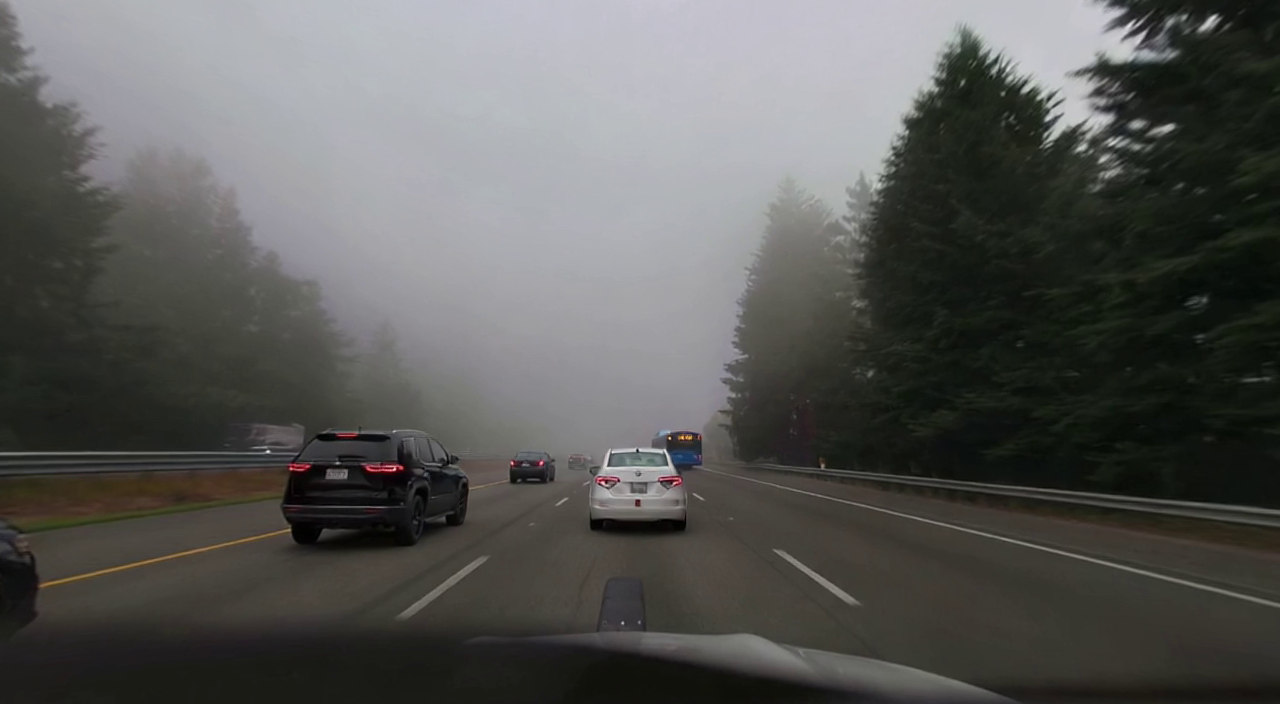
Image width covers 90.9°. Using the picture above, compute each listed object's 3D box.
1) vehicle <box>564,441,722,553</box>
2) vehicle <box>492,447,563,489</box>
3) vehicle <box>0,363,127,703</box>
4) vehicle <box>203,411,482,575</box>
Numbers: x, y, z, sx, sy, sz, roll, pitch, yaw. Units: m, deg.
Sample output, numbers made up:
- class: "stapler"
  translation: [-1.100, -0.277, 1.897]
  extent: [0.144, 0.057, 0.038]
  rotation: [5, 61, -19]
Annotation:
- class: "vehicle"
  translation: [-0.011, 2.294, 10.661]
  extent: [2.120, 1.478, 4.179]
  rotation: [0, -9, -2]
- class: "vehicle"
  translation: [-4.333, 4.535, 24.940]
  extent: [2.122, 1.491, 3.800]
  rotation: [0, -9, 0]
- class: "vehicle"
  translation: [-4.203, 0.666, 1.558]
  extent: [1.919, 1.714, 4.690]
  rotation: [0, -9, -1]
- class: "vehicle"
  translation: [-3.663, 1.808, 8.777]
  extent: [1.830, 1.703, 4.142]
  rotation: [0, -9, 0]
